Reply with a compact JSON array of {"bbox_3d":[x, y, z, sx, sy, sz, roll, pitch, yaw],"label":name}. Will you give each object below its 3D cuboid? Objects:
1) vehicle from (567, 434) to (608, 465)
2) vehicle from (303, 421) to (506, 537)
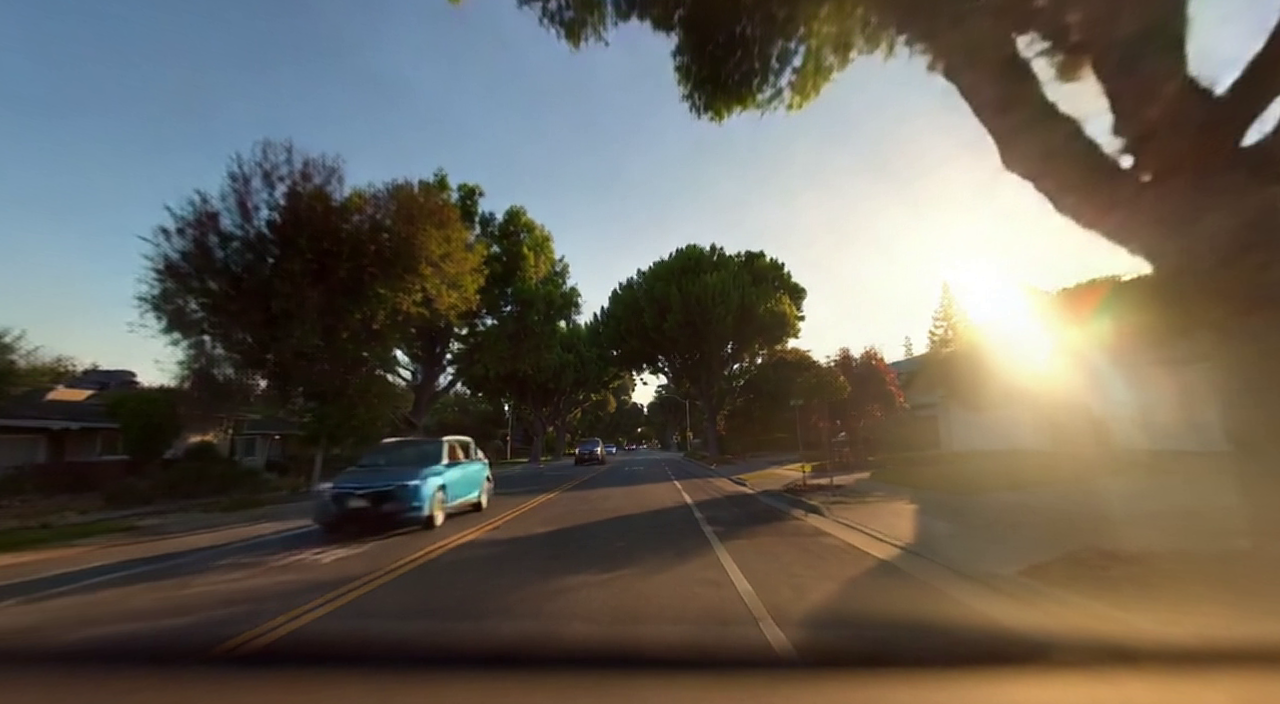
[{"bbox_3d":[-3.781,7.172,46.651,2.417,2.088,5.780,0,-8,1],"label":"vehicle"},{"bbox_3d":[-4.178,2.315,12.185,2.041,1.780,4.618,0,-8,1],"label":"vehicle"}]
